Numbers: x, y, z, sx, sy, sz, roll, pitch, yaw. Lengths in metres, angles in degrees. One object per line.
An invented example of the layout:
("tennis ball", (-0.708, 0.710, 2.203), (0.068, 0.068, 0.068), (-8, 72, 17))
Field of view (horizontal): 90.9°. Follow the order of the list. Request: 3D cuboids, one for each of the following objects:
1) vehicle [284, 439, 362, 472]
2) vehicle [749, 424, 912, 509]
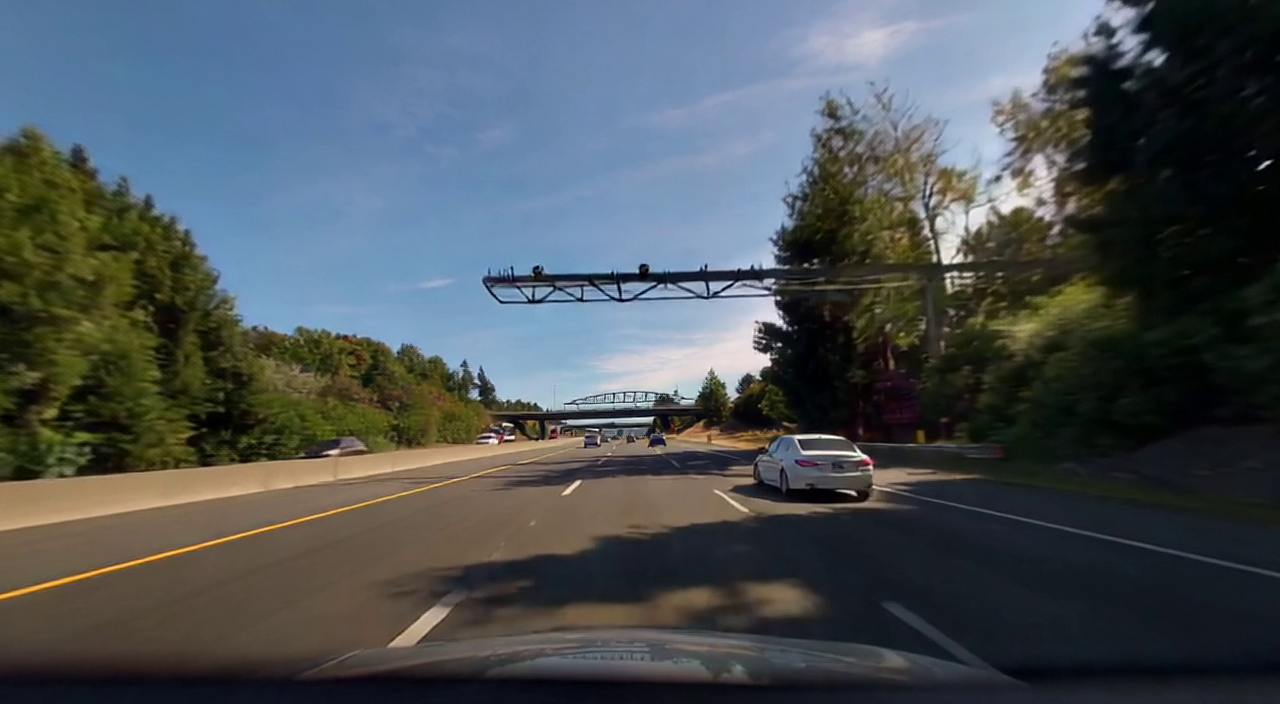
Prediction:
("vehicle", (-16.601, 5.434, 33.285), (1.866, 1.594, 4.434), (0, -8, -1))
("vehicle", (3.840, 2.375, 13.670), (2.031, 1.531, 4.365), (0, -8, -2))
